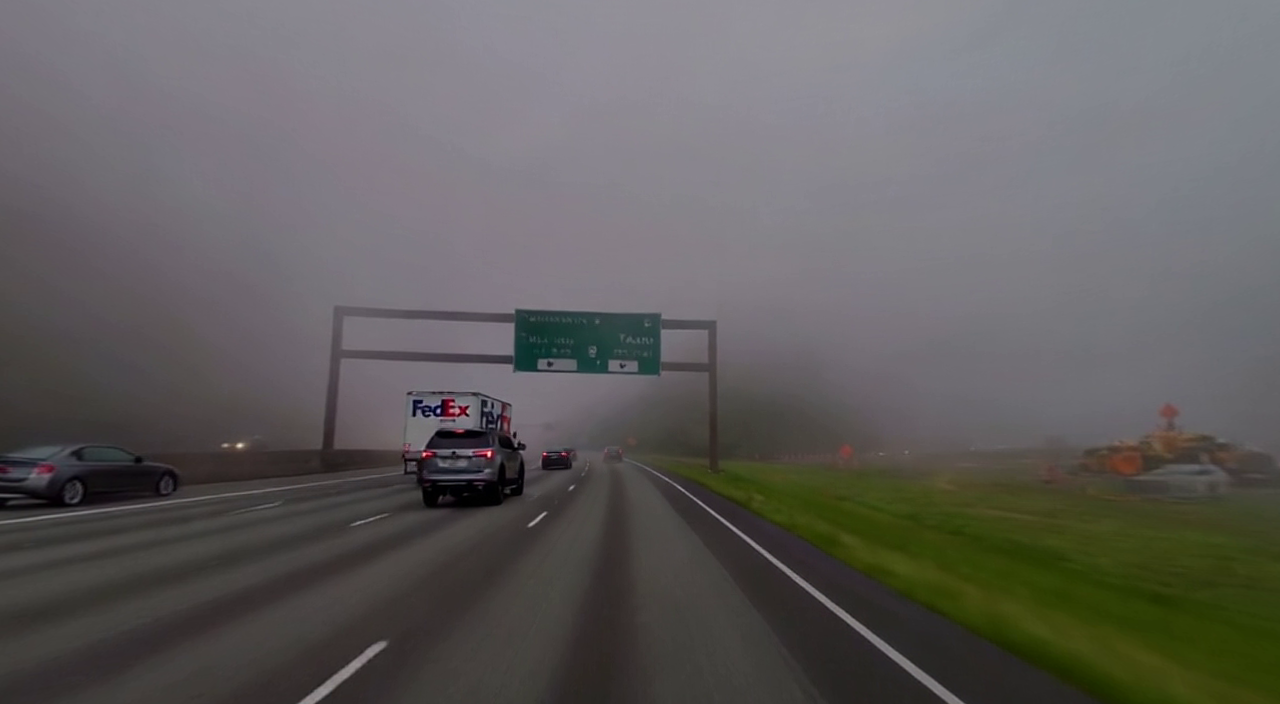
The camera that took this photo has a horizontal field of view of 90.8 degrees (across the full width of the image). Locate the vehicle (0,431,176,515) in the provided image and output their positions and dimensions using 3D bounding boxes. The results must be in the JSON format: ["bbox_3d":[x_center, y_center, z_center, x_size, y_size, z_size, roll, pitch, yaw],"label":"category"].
[{"bbox_3d":[-13.652,2.762,14.932,2.018,1.668,4.409,0,-9,-1],"label":"vehicle"}]

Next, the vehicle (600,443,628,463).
[{"bbox_3d":[-2.046,7.863,49.142,2.043,1.489,3.839,1,-9,-5],"label":"vehicle"}]

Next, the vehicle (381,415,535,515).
[{"bbox_3d":[-3.825,2.488,14.308,2.170,1.886,4.628,0,-9,-1],"label":"vehicle"}]

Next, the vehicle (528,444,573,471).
[{"bbox_3d":[-5.160,6.142,37.000,2.192,1.478,4.591,0,-9,-3],"label":"vehicle"}]
